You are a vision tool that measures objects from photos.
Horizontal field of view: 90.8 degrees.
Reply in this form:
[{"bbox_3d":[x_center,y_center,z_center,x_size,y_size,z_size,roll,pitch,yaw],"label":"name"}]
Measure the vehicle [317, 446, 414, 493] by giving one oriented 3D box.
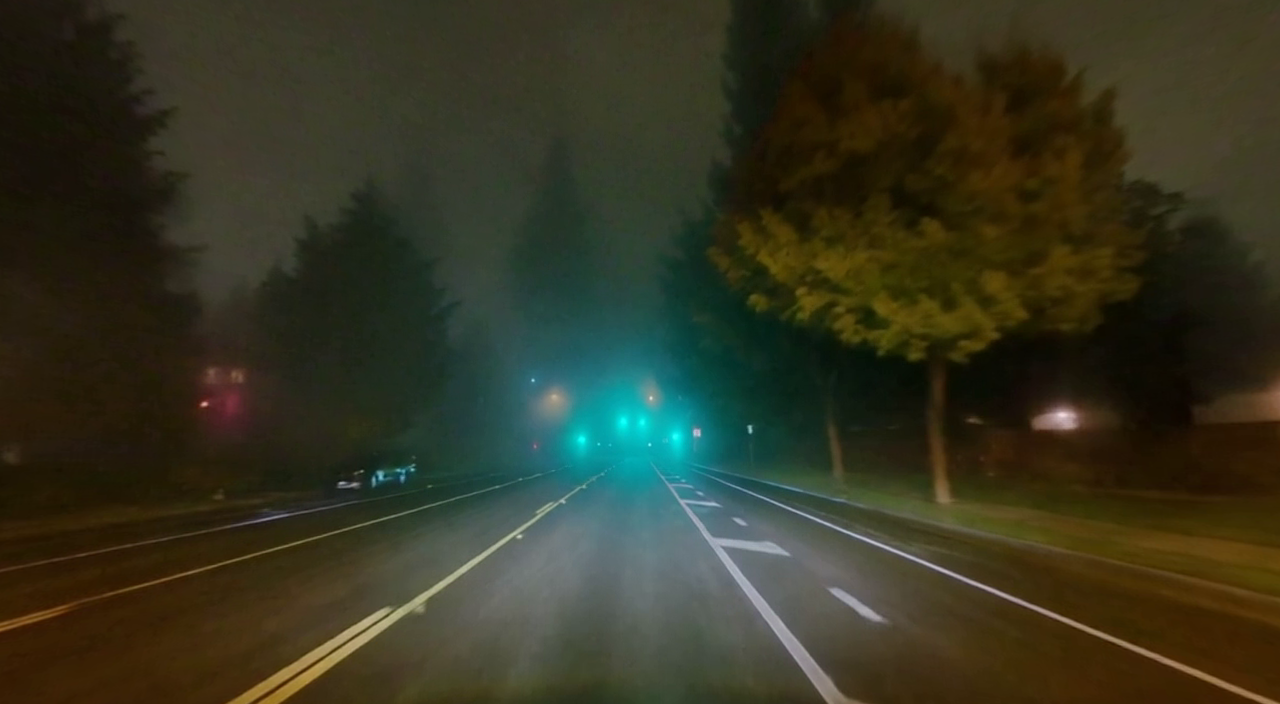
[{"bbox_3d":[-11.615,5.002,27.142,2.047,1.710,4.473,-3,-9,2],"label":"vehicle"}]
